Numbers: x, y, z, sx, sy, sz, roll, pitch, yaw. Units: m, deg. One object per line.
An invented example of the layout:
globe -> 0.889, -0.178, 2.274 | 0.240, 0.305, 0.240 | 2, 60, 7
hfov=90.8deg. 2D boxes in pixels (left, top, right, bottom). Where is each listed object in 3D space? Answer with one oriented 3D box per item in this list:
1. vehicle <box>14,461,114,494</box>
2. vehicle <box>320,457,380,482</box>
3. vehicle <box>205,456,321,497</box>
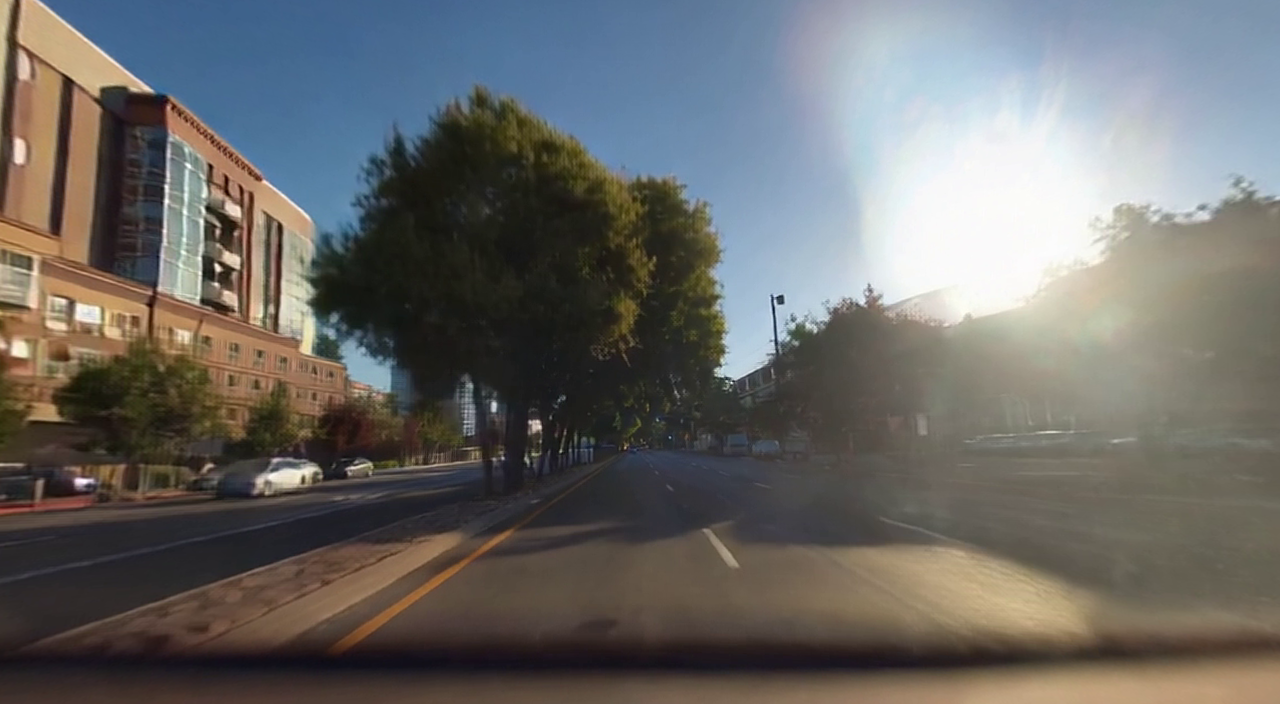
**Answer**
vehicle -> -30.206, 6.575, 33.204 | 3.637, 1.430, 1.636 | -2, -9, -1
vehicle -> -19.986, 8.084, 43.750 | 1.870, 1.486, 5.031 | -1, -8, -1
vehicle -> -15.741, 5.203, 26.743 | 1.963, 1.500, 4.700 | 0, -9, 1
